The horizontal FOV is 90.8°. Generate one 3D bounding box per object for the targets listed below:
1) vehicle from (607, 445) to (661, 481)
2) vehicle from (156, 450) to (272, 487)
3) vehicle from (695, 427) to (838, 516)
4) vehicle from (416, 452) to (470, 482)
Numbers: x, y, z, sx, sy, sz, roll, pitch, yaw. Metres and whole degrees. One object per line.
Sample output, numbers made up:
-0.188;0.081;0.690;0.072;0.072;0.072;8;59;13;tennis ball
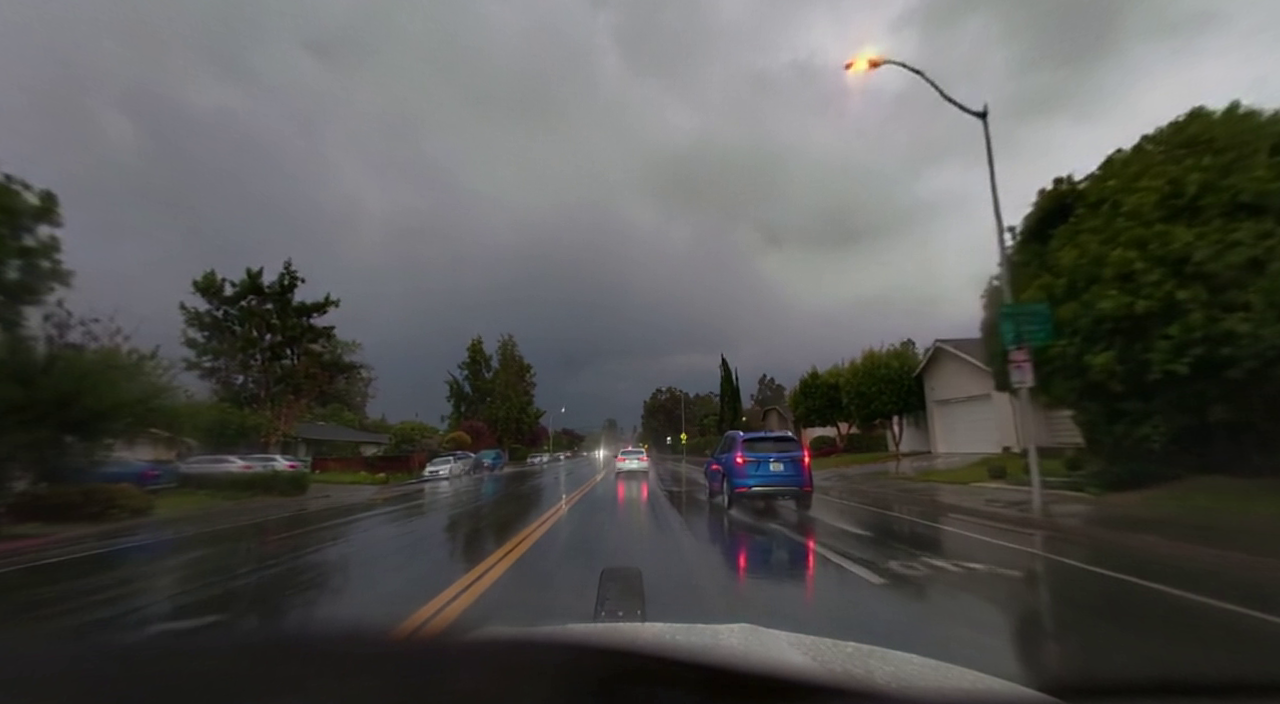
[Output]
-0.284;4.824;27.774;2.196;1.449;4.006;0;-8;-1;vehicle
-21.035;5.734;31.357;4.240;1.717;2.043;0;-9;-2;vehicle
2.766;2.753;15.138;2.200;1.763;4.676;1;-8;-3;vehicle
-12.283;7.174;39.699;2.044;1.534;4.554;-4;-8;-2;vehicle
